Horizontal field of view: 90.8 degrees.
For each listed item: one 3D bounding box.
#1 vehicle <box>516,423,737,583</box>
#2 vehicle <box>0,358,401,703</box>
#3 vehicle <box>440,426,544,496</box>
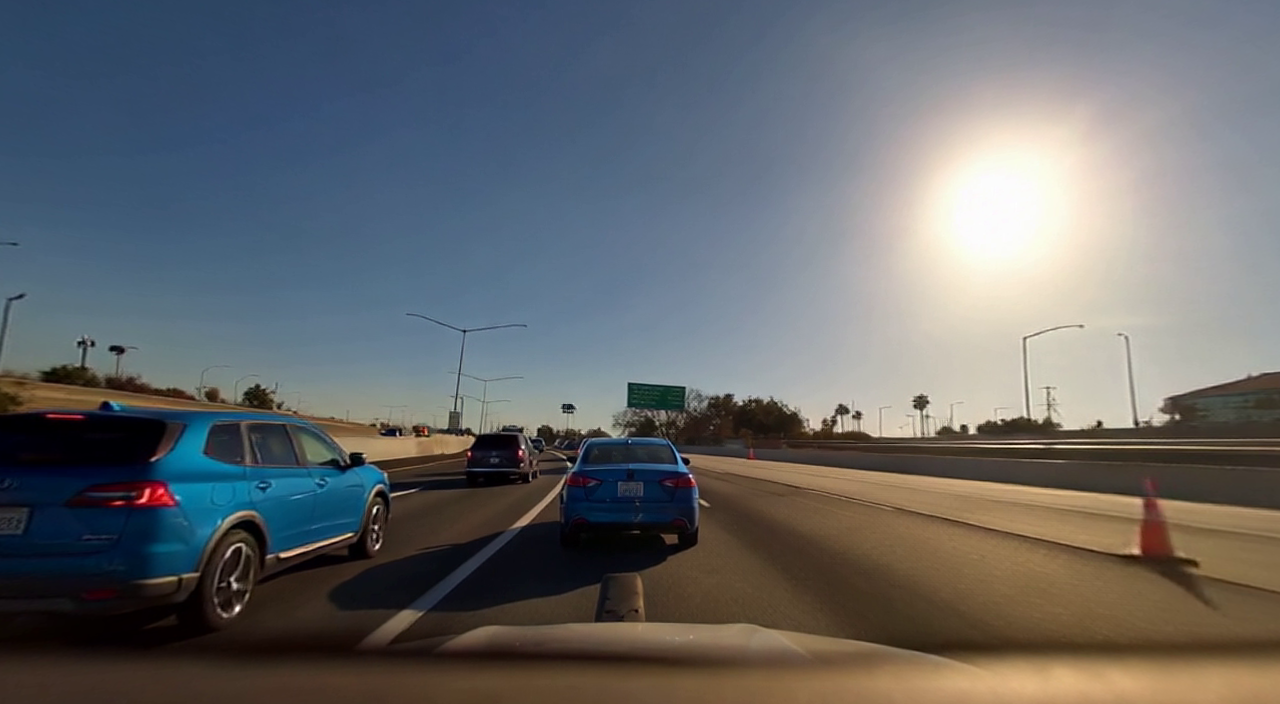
[{"bbox_3d":[-0.196,1.716,8.006,2.069,1.484,3.982,0,-8,-2],"label":"vehicle"},{"bbox_3d":[-3.699,1.177,5.081,2.025,1.708,4.089,0,-9,-2],"label":"vehicle"},{"bbox_3d":[-3.990,3.010,17.805,1.982,1.727,4.057,0,-9,-1],"label":"vehicle"}]
